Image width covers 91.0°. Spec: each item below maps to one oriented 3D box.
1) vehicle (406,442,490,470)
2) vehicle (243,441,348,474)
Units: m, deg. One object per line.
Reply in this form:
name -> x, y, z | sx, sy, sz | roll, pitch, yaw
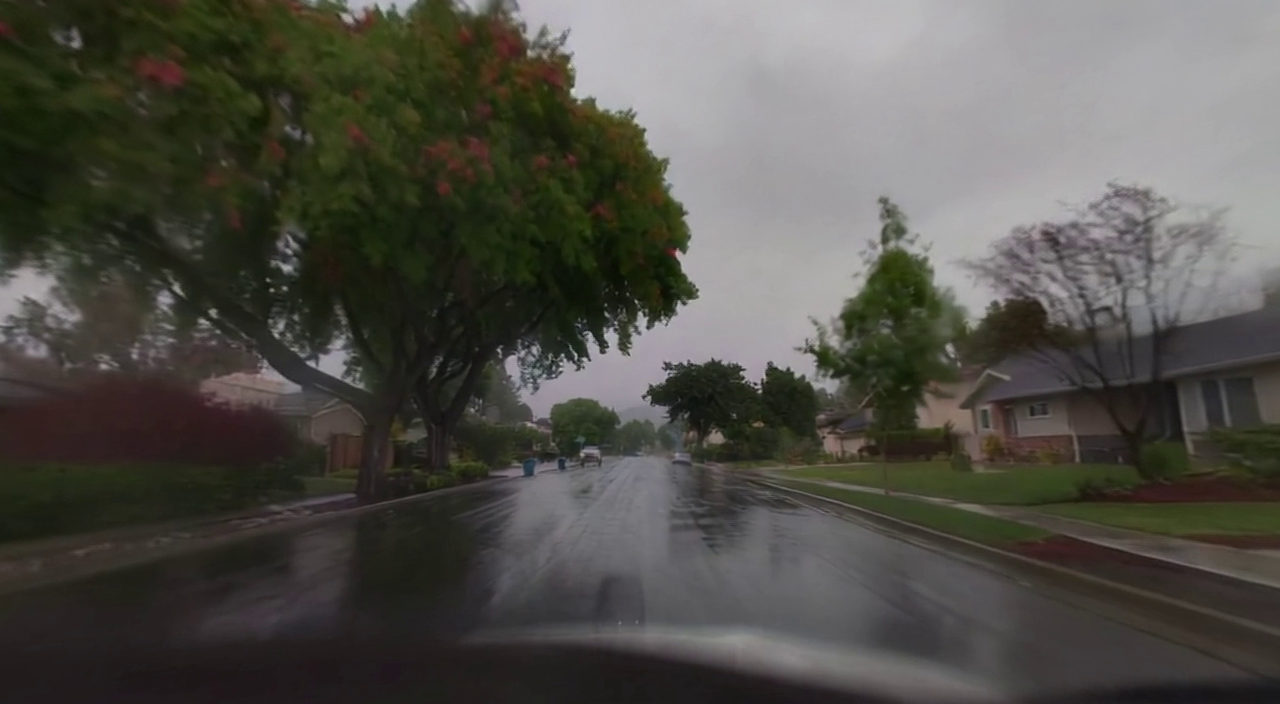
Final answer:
vehicle -> -12.543, 6.825, 41.306 | 4.876, 1.733, 1.989 | 0, -9, 3
vehicle -> -17.260, 5.304, 31.644 | 4.112, 1.497, 1.956 | -2, -9, 2
